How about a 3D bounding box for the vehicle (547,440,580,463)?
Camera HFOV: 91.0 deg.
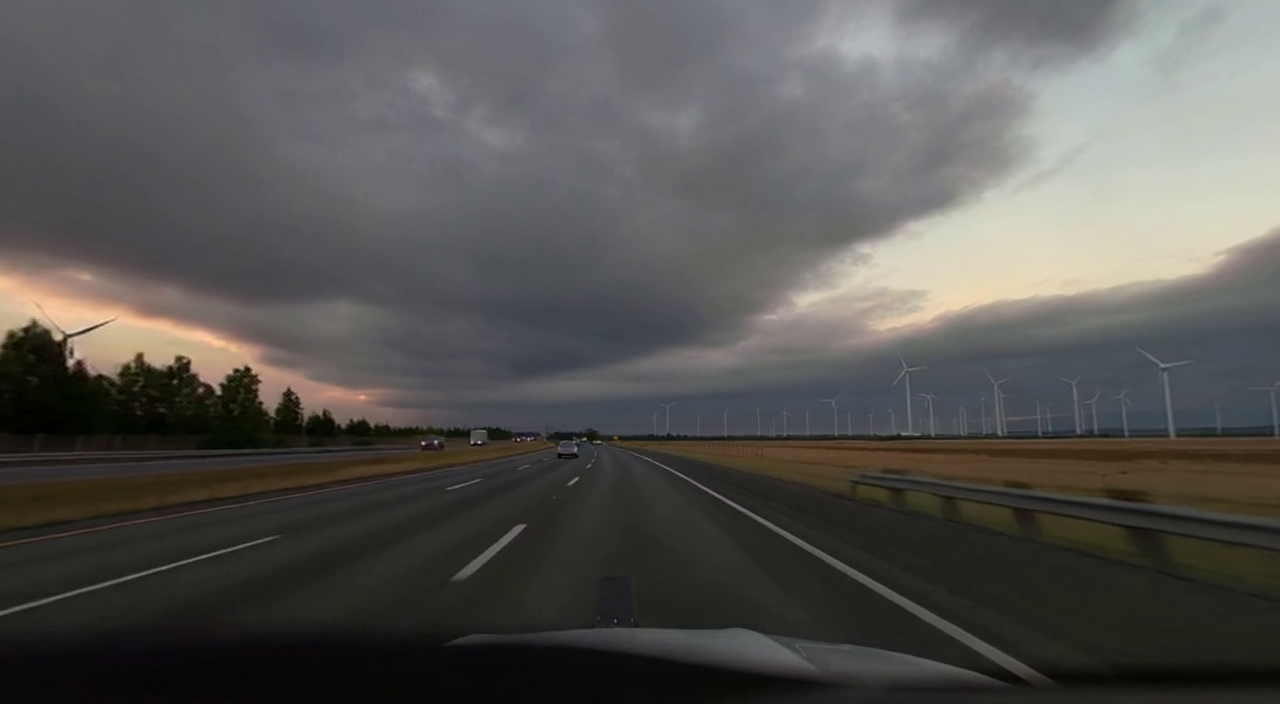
[{"bbox_3d":[-5.434,7.151,45.315,2.053,1.549,4.097,0,-8,-3],"label":"vehicle"}]
